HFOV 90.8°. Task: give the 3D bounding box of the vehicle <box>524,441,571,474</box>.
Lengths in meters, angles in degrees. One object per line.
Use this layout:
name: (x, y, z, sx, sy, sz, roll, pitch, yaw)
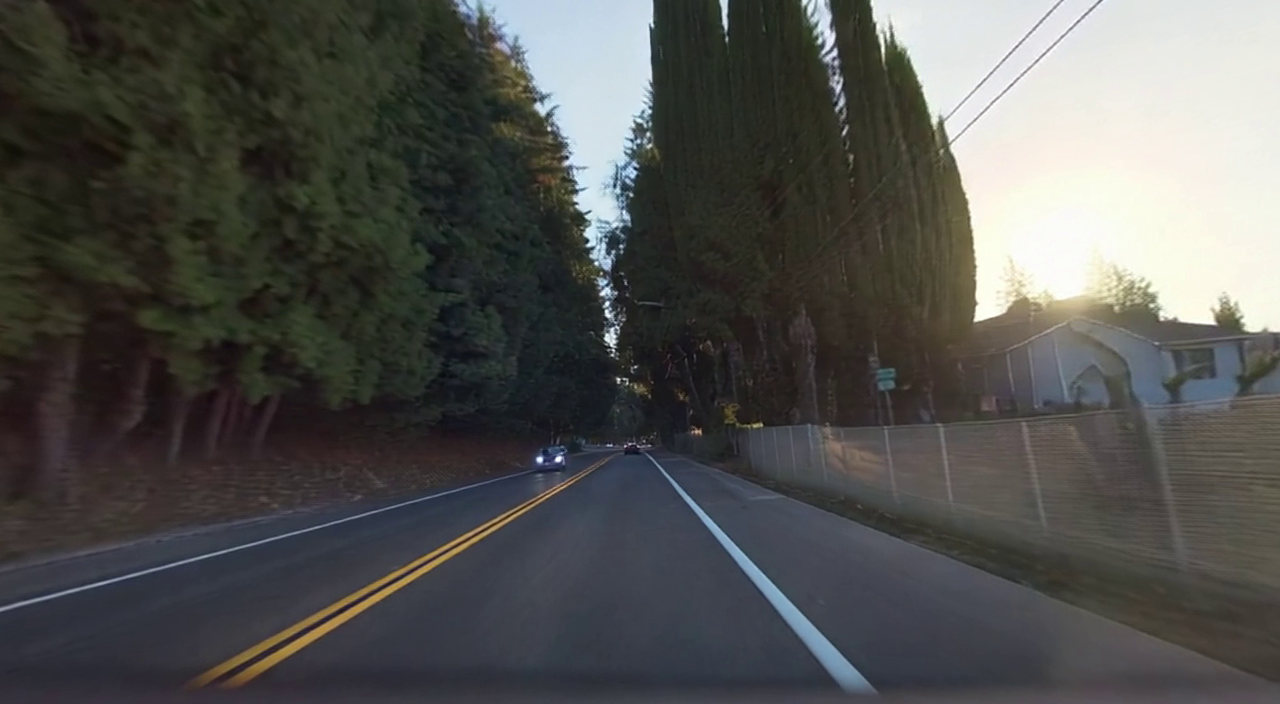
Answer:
vehicle: (-5.184, 5.975, 35.857, 1.998, 1.724, 4.296, 0, -9, 0)
